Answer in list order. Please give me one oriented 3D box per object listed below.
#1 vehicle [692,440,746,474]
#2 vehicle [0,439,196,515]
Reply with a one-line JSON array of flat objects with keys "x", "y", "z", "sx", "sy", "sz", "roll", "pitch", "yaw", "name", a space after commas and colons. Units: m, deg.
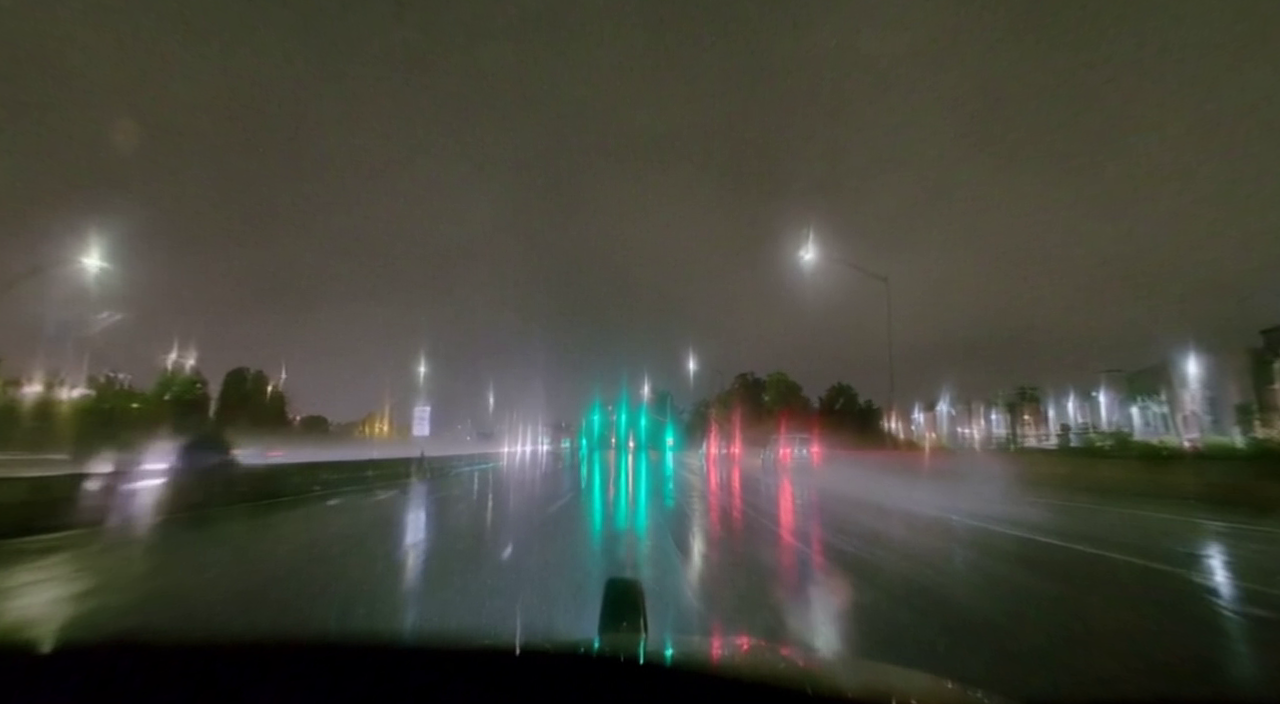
[{"x": 3.651, "y": 4.925, "z": 29.877, "sx": 1.926, "sy": 1.477, "sz": 4.025, "roll": 0, "pitch": -8, "yaw": -1, "name": "vehicle"}, {"x": -13.036, "y": 2.812, "z": 14.754, "sx": 1.940, "sy": 1.482, "sz": 4.653, "roll": 0, "pitch": -8, "yaw": 0, "name": "vehicle"}]
